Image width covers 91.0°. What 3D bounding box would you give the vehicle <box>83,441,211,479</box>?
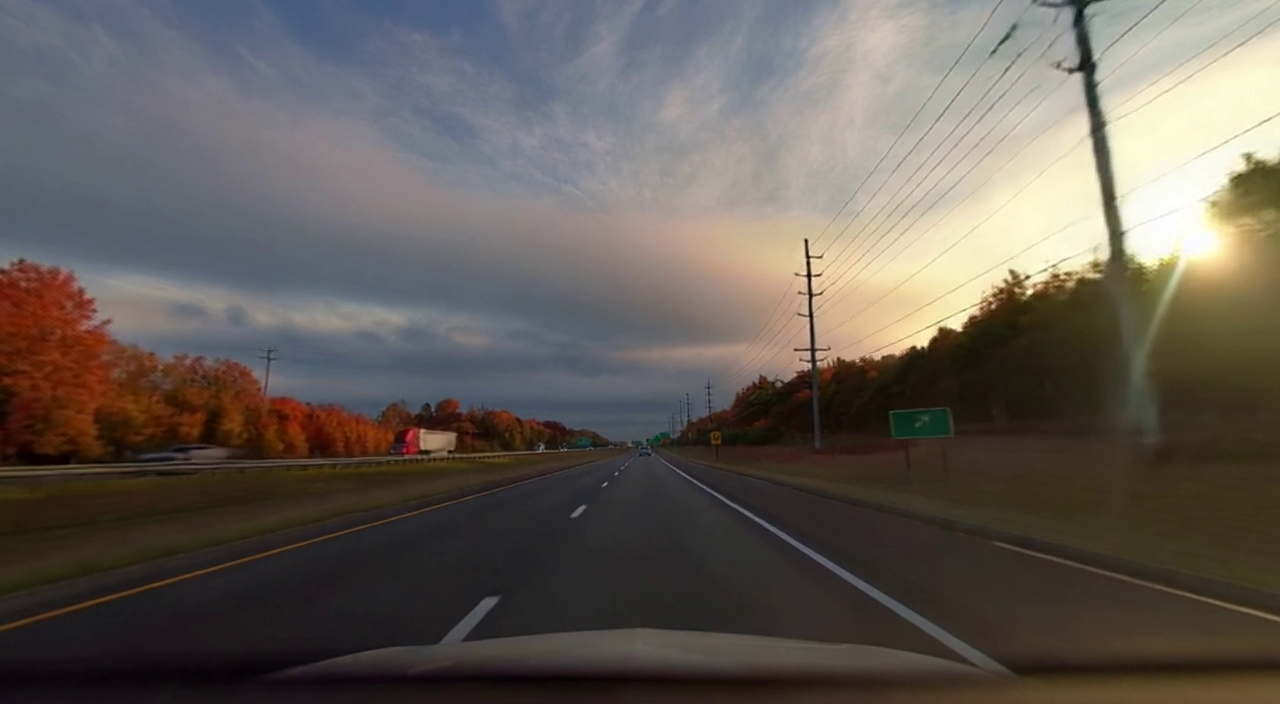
[{"bbox_3d":[-27.458,6.038,35.465,2.482,1.942,5.771,0,-9,1],"label":"vehicle"}]
